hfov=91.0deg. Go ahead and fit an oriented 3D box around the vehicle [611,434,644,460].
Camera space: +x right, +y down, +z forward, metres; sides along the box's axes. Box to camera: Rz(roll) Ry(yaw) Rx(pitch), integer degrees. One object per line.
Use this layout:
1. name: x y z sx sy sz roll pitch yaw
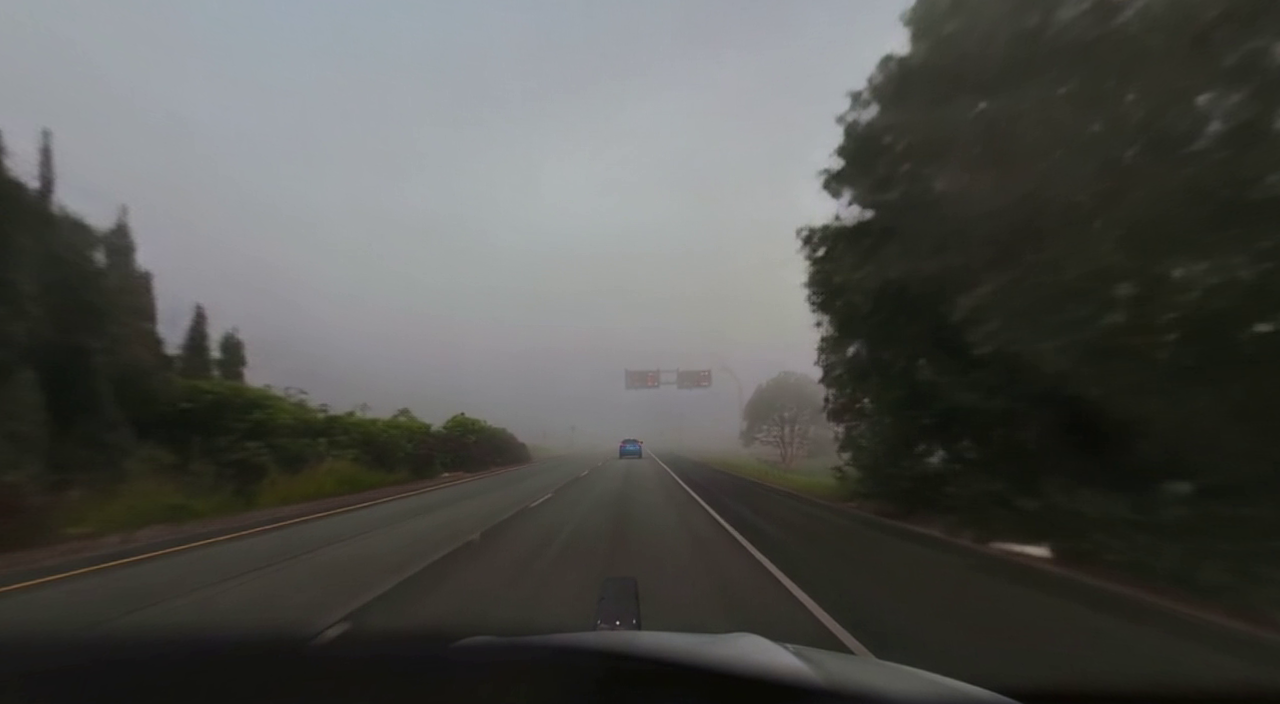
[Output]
1. vehicle: -0.846 6.612 44.033 2.180 1.717 4.139 0 -8 -1
